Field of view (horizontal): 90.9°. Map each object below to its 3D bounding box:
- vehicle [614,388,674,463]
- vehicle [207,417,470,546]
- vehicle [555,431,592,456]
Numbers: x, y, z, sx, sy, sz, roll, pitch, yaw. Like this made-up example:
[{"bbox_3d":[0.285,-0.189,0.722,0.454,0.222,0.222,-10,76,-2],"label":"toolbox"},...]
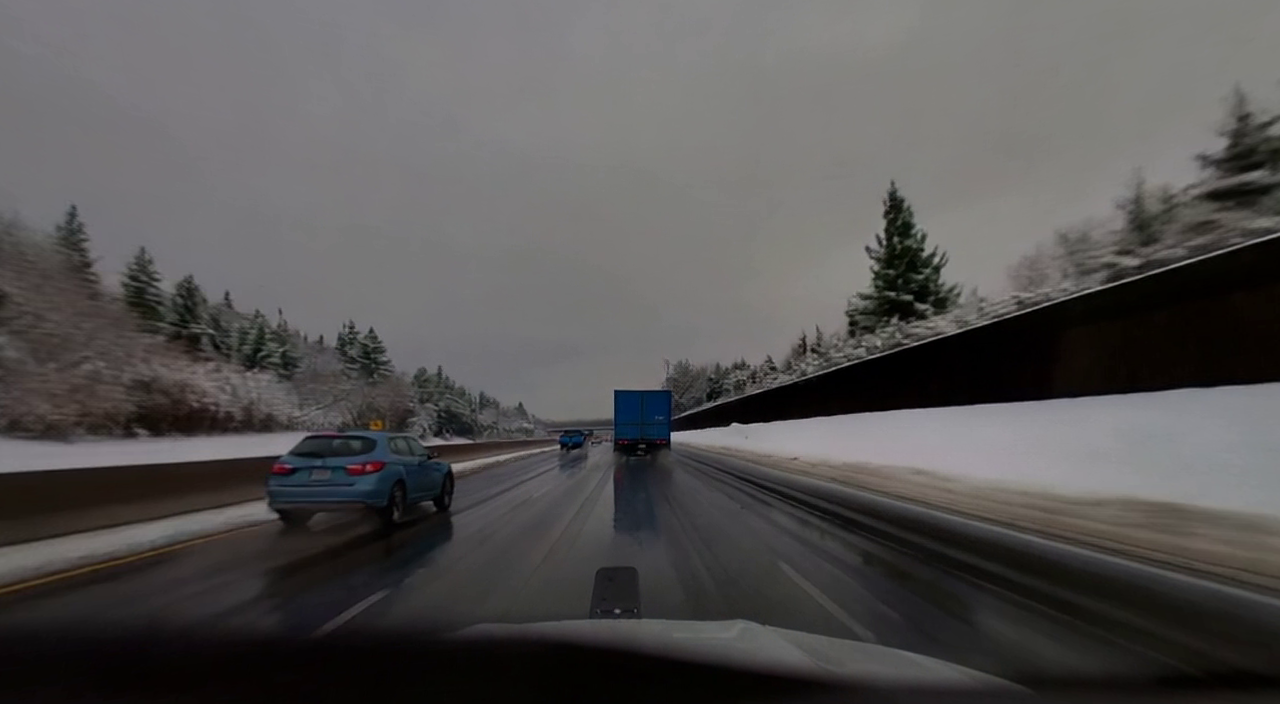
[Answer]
[{"bbox_3d":[0.030,4.206,35.478,2.927,3.649,9.443,0,-8,-2],"label":"vehicle"},{"bbox_3d":[-4.231,1.861,9.867,1.948,1.526,4.525,0,-8,-1],"label":"vehicle"},{"bbox_3d":[-4.491,6.257,43.235,2.058,1.645,4.130,0,-8,0],"label":"vehicle"}]
